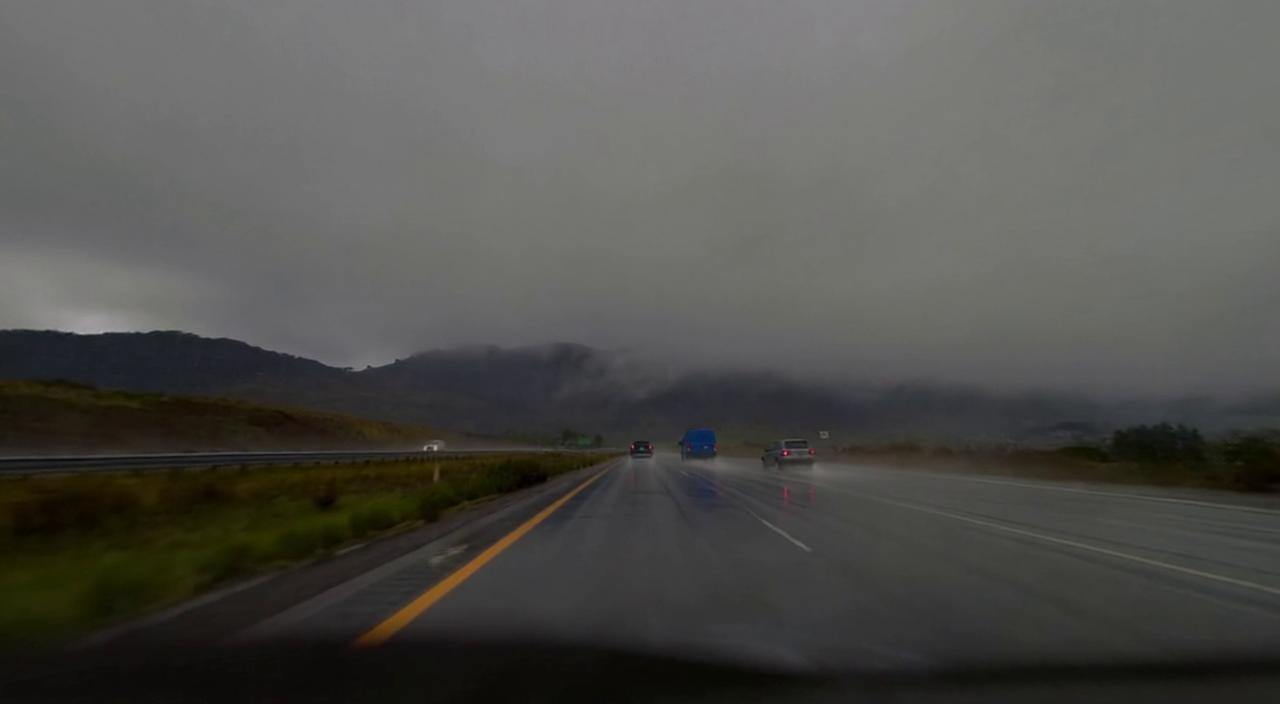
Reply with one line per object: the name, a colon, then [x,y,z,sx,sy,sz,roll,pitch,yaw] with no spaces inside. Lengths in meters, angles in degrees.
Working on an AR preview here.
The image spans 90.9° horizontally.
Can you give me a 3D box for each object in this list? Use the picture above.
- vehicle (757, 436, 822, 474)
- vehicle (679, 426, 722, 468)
vehicle: [8.103,5.617,34.755,2.240,1.925,4.854,0,-8,-2]
vehicle: [4.086,6.552,43.680,2.302,2.670,6.176,0,-8,-1]
